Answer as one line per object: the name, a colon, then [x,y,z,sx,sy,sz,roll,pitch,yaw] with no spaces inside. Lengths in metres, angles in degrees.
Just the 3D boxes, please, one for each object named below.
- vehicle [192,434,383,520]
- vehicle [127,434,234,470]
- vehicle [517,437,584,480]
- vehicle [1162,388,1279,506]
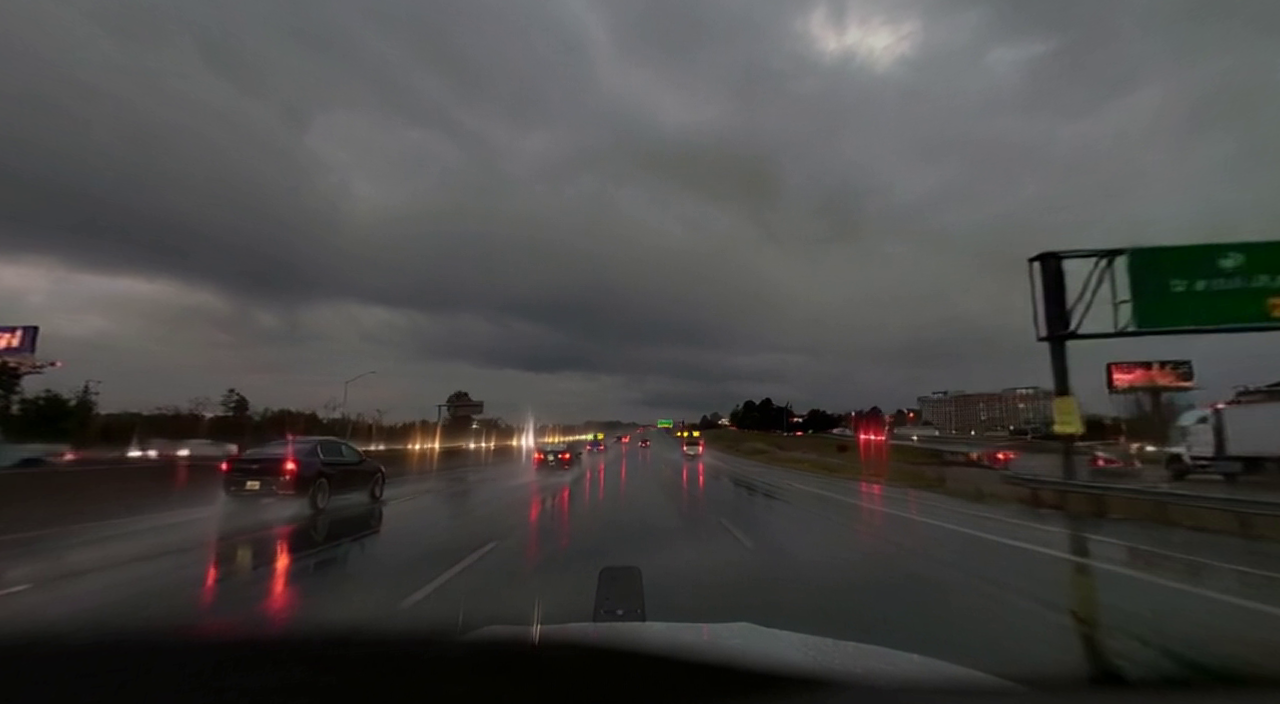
vehicle: [-7.190,2.557,13.342,1.865,1.518,3.620,1,-9,1]
vehicle: [-23.051,5.039,31.840,1.946,1.682,4.480,1,-9,0]
vehicle: [-3.477,4.234,25.241,2.001,1.577,4.055,1,-9,1]
vehicle: [21.081,3.004,19.718,2.958,3.538,8.761,-1,-9,9]
